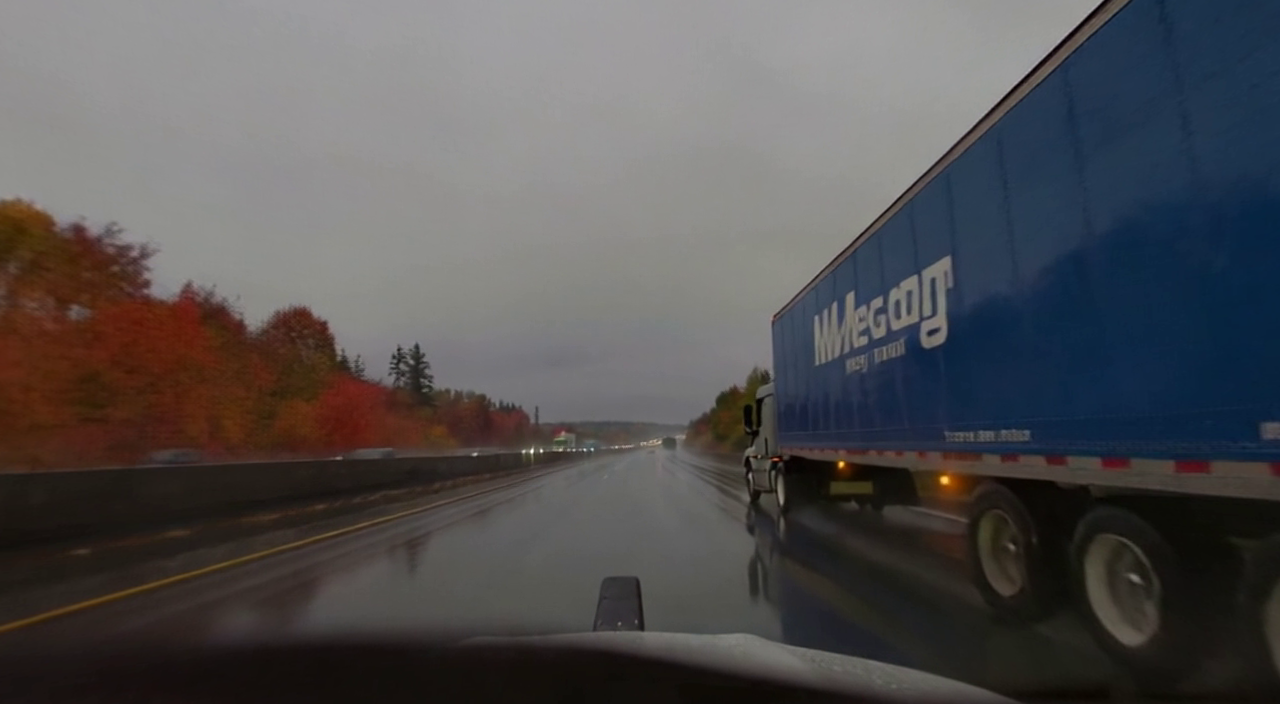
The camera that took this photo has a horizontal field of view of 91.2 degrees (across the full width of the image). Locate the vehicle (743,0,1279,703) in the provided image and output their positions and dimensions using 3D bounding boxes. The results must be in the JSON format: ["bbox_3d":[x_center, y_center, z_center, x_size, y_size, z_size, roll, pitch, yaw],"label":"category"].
[{"bbox_3d":[4.128,0.430,7.257,3.003,3.880,16.814,0,-9,0],"label":"vehicle"}]

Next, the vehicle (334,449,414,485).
[{"bbox_3d":[-11.504,4.967,27.355,1.810,1.461,3.796,0,-9,0],"label":"vehicle"}]

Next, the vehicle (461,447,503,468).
[{"bbox_3d":[-11.759,7.886,46.924,1.914,1.511,4.556,0,-9,1],"label":"vehicle"}]

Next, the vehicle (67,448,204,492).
[{"bbox_3d":[-19.959,4.637,25.077,1.927,1.580,4.233,0,-9,0],"label":"vehicle"}]
